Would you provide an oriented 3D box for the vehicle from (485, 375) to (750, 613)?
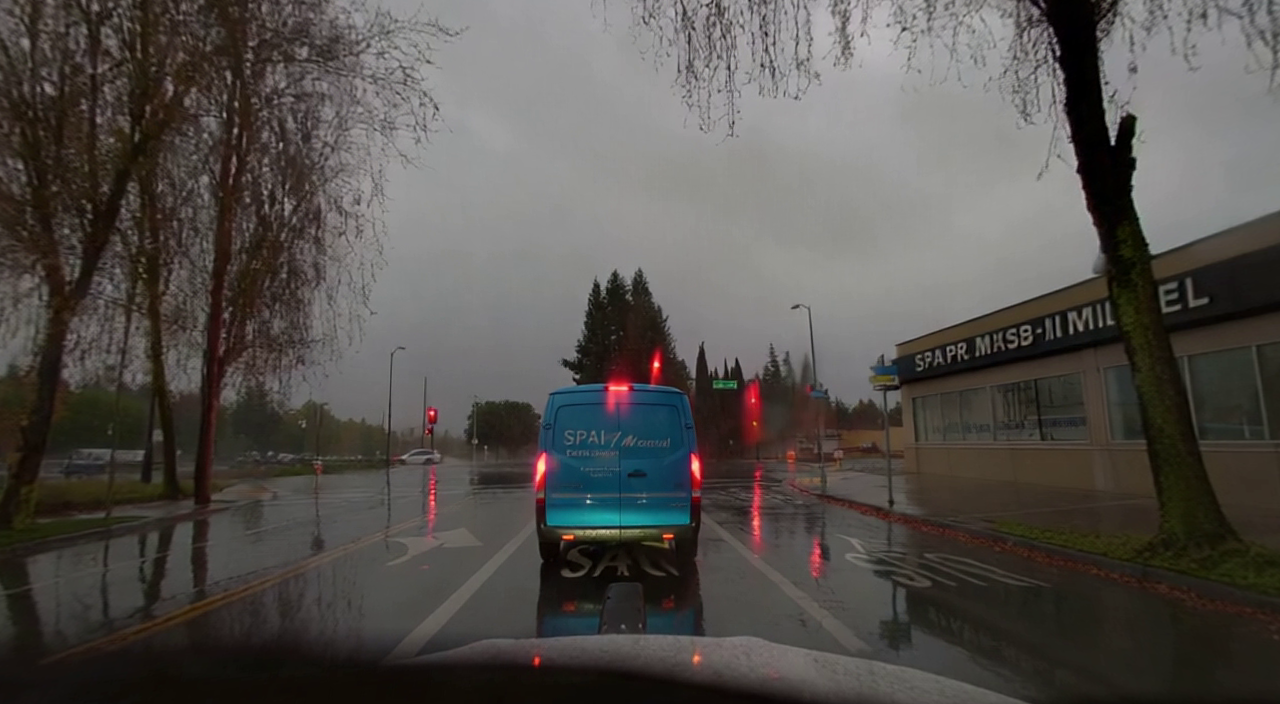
[{"bbox_3d":[-0.307,1.469,7.285,2.181,1.949,3.932,1,-9,-4],"label":"vehicle"}]
